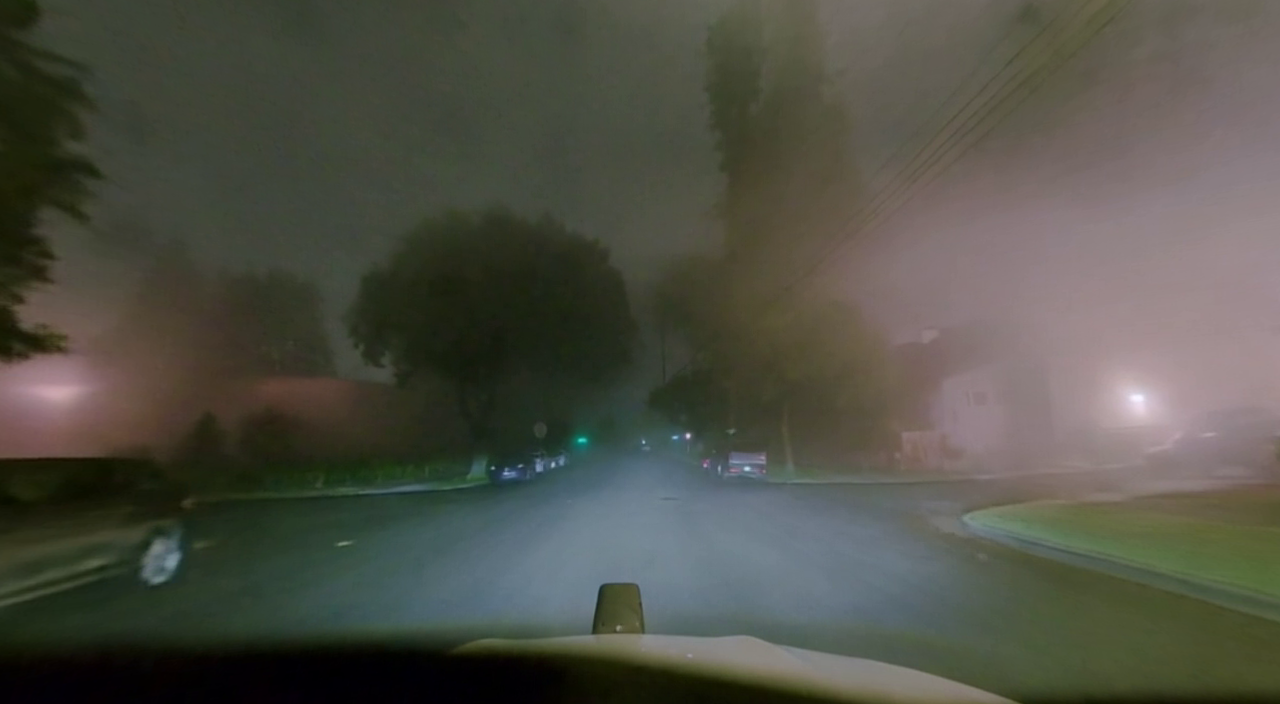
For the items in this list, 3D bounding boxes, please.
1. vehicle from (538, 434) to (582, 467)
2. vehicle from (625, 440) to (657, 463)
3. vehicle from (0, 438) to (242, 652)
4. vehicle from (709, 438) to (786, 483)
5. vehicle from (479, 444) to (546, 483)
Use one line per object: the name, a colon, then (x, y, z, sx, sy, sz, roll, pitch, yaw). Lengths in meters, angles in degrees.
vehicle: (-5.839, 7.265, 46.958, 2.284, 2.119, 5.984, -4, -7, 1)
vehicle: (0.036, 6.965, 44.353, 2.062, 1.509, 4.305, -1, -8, -1)
vehicle: (-5.916, 1.666, 5.479, 1.769, 1.572, 4.990, -4, -6, 0)
vehicle: (4.096, 4.225, 24.969, 2.144, 1.572, 5.026, 0, -8, 0)
vehicle: (-5.996, 5.269, 30.406, 2.094, 1.433, 5.740, -4, -7, -2)
